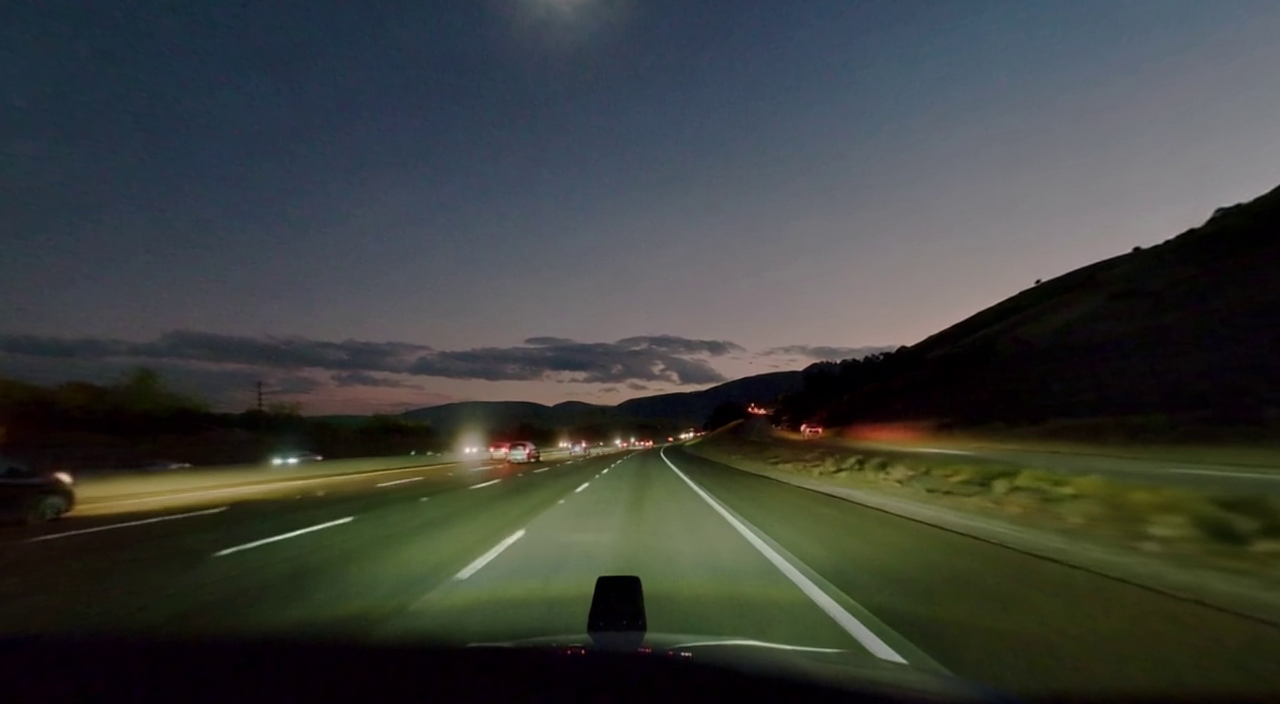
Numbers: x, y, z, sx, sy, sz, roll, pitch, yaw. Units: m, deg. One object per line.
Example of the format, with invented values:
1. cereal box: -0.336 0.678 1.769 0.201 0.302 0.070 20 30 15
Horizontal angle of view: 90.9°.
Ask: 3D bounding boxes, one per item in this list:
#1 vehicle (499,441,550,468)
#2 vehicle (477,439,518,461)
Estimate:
1. vehicle: -6.851 6.102 37.822 2.107 1.484 4.449 0 -9 1
2. vehicle: -11.141 7.702 49.476 2.020 1.645 4.629 0 -9 1
